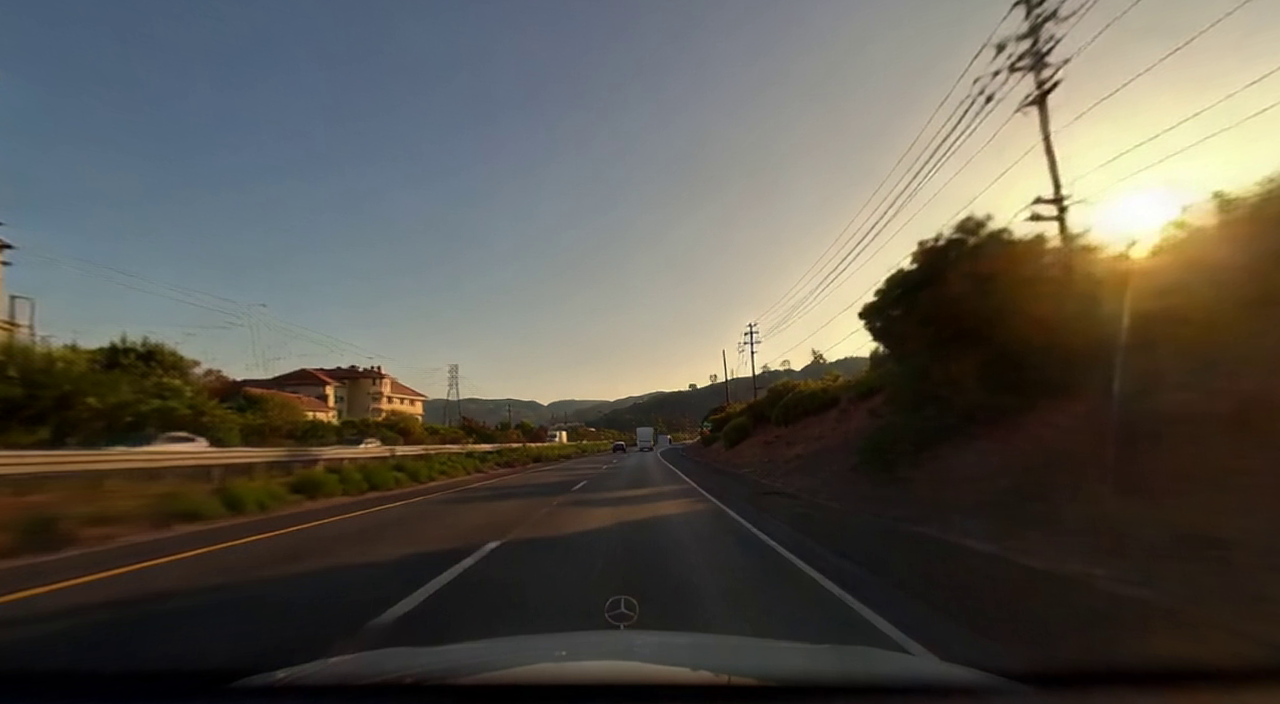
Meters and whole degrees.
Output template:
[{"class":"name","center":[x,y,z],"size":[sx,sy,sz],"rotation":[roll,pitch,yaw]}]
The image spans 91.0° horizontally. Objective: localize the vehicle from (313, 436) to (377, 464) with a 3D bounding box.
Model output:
[{"class":"vehicle","center":[-21.066,7.015,45.269],"size":[2.120,1.865,4.831],"rotation":[0,-9,1]}]

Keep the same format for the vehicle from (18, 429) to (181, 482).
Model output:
[{"class":"vehicle","center":[-20.837,4.034,24.649],"size":[2.091,1.842,4.710],"rotation":[0,-9,1]}]
